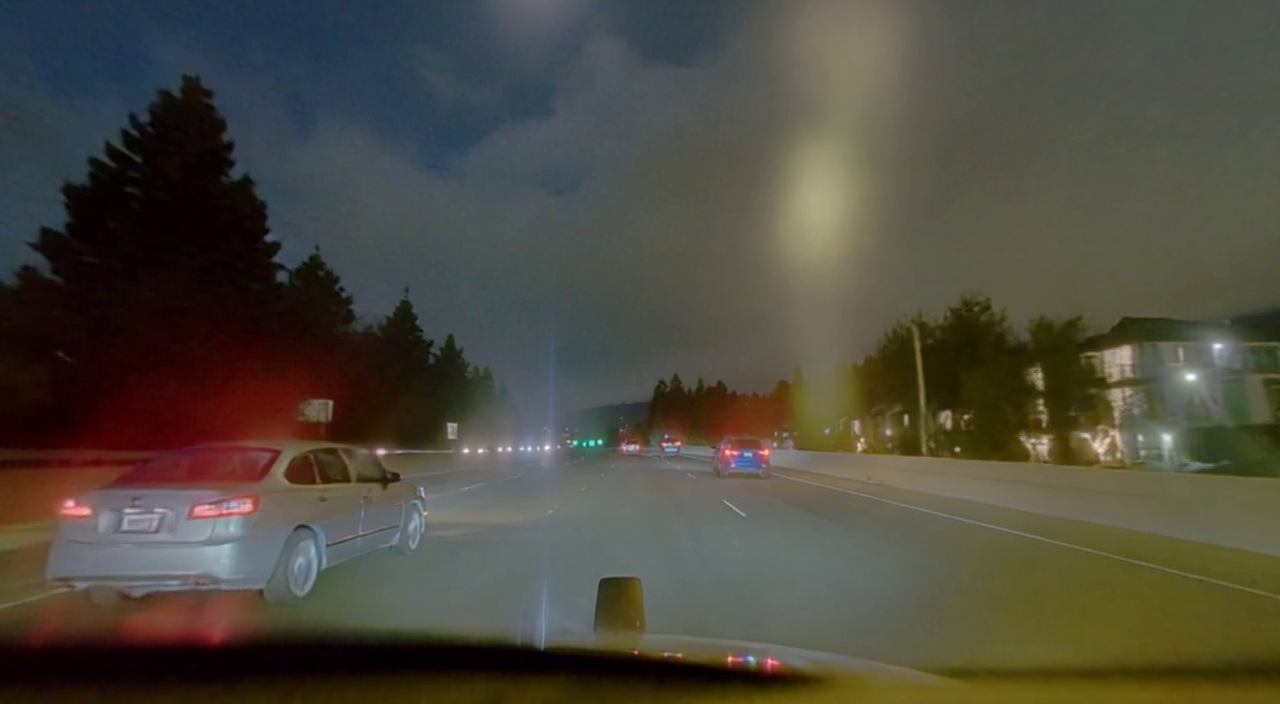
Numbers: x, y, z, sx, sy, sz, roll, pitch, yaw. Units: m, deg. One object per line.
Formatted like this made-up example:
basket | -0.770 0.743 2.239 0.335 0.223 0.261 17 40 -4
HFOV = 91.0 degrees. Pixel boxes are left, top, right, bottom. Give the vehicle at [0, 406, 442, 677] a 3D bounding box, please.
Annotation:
vehicle | -3.597 1.407 5.852 2.036 1.528 4.400 0 -9 0

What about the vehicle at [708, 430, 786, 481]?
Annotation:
vehicle | 3.810 3.787 23.231 2.092 1.686 4.188 0 -9 -1
